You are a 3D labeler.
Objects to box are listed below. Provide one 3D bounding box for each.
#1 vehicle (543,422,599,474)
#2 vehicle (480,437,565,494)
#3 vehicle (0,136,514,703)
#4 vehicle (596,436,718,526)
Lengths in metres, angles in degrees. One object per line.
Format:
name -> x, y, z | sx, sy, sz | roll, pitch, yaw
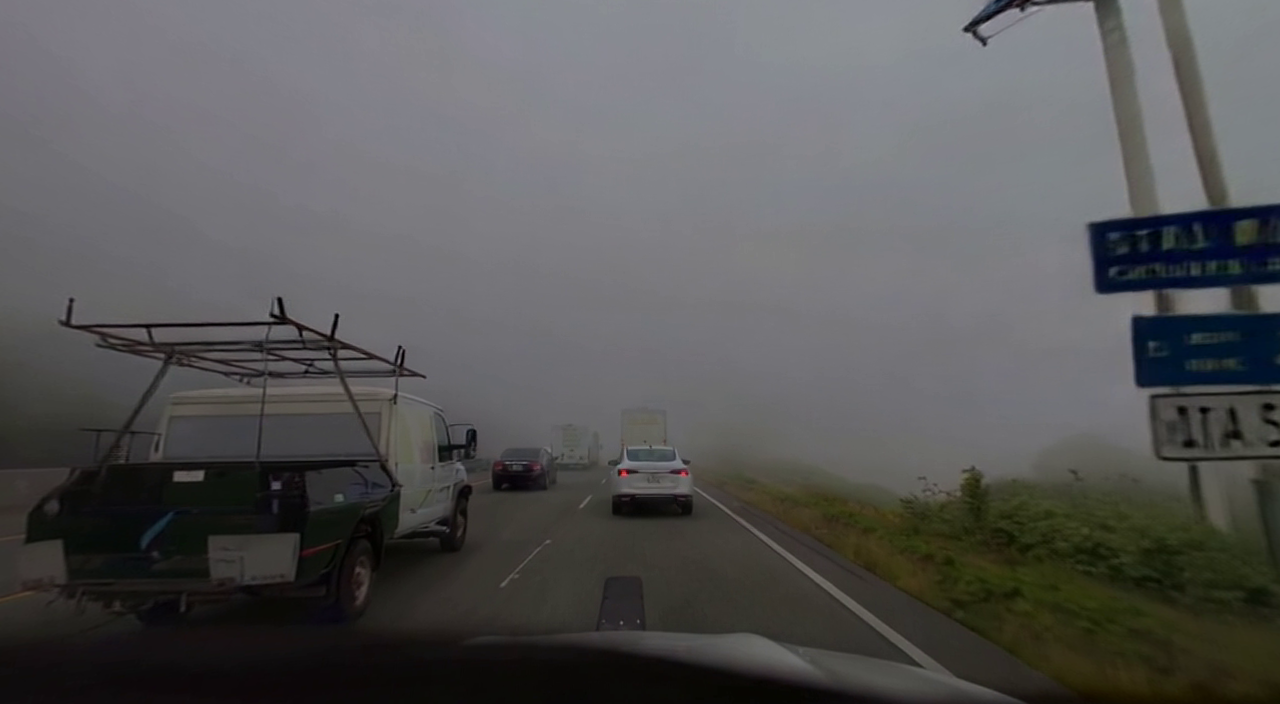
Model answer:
vehicle -> -3.680, 5.331, 34.960 | 2.290, 2.613, 5.975 | 0, -9, 2
vehicle -> -3.652, 3.616, 20.369 | 1.963, 1.627, 3.849 | 0, -9, 1
vehicle -> -3.043, 0.903, 5.960 | 2.289, 2.757, 6.726 | 0, -9, 0
vehicle -> 0.265, 2.462, 12.503 | 2.063, 1.507, 3.488 | 0, -9, -1
